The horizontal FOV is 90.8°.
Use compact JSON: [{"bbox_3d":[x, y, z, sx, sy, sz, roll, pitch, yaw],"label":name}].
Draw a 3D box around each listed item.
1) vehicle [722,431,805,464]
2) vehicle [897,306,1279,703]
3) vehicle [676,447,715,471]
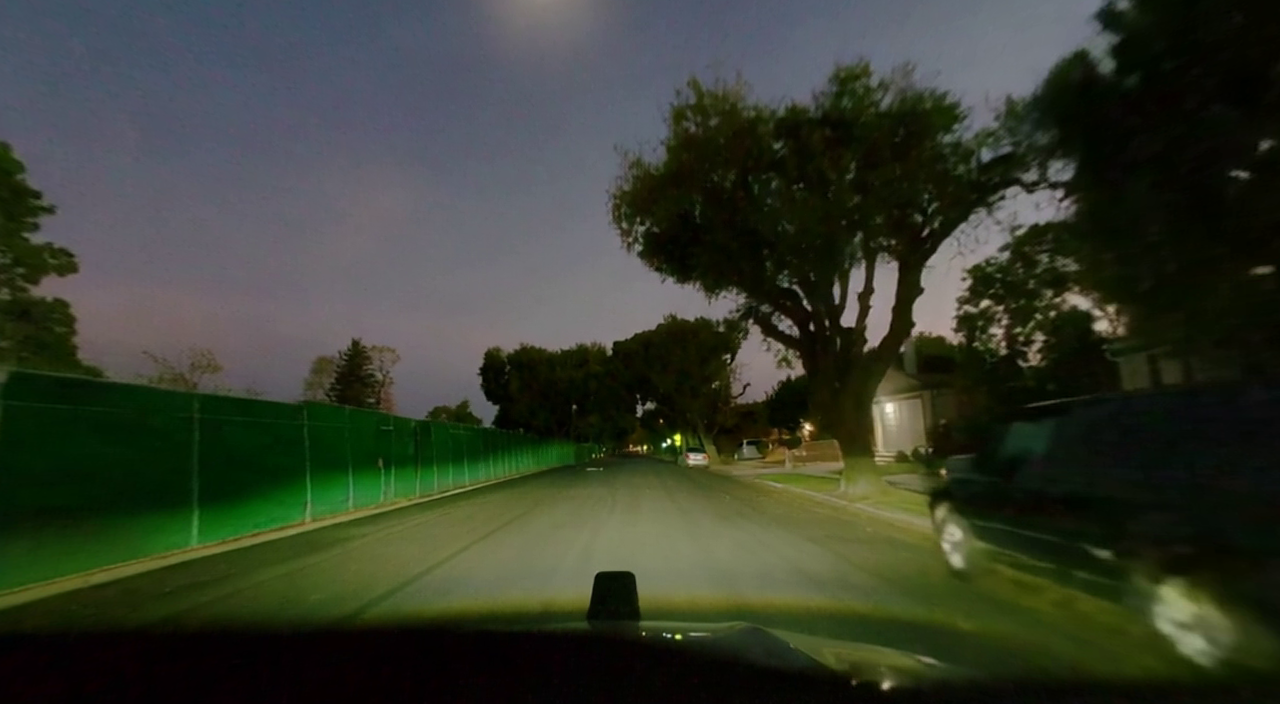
[{"bbox_3d":[9.689,7.573,49.920,5.935,1.911,2.236,-6,-9,0],"label":"vehicle"},{"bbox_3d":[4.094,1.086,5.052,2.220,2.045,4.139,0,-8,-1],"label":"vehicle"},{"bbox_3d":[3.776,7.393,43.899,2.051,1.524,5.047,0,-8,-2],"label":"vehicle"}]
